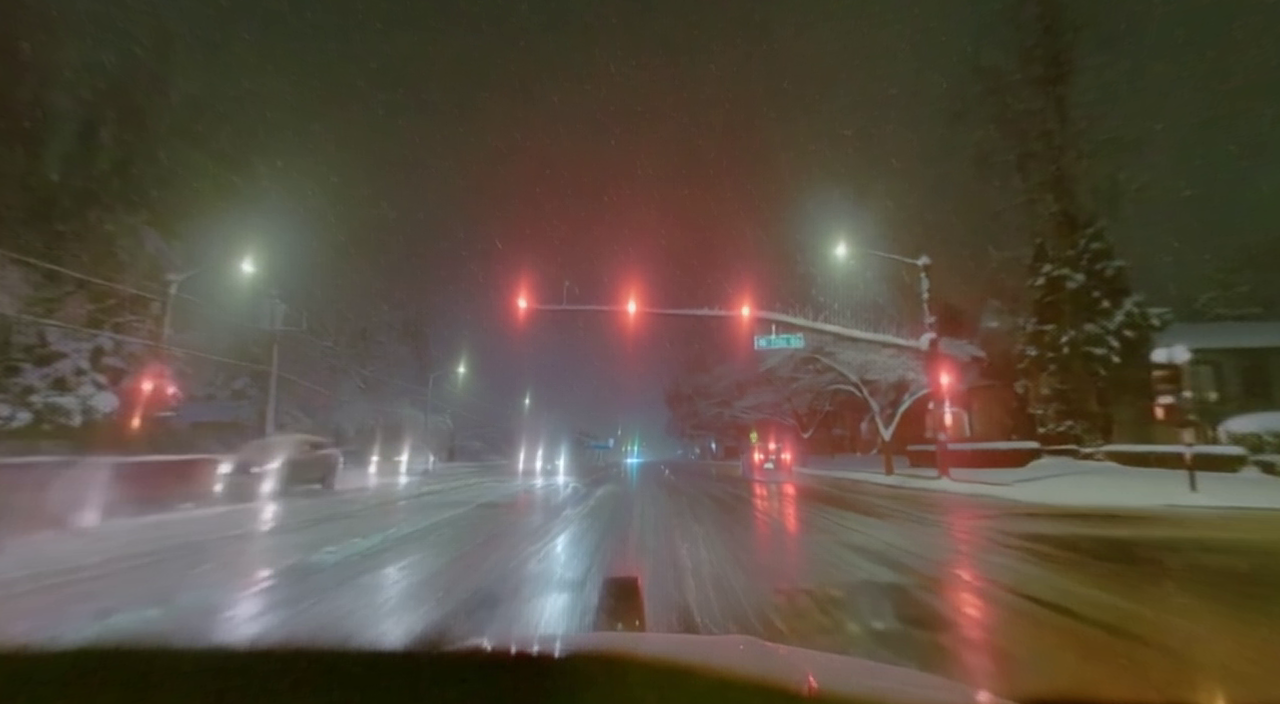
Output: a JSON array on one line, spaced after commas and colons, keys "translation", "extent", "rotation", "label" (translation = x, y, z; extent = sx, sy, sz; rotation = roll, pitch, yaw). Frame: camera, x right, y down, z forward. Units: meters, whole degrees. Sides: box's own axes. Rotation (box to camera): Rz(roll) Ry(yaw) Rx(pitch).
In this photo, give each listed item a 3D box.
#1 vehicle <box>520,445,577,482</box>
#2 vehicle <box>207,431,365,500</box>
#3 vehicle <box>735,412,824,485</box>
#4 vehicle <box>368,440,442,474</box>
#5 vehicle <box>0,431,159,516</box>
[{"translation": [-4.179, 5.158, 29.459], "extent": [2.003, 1.539, 4.396], "rotation": [-1, -9, 1], "label": "vehicle"}, {"translation": [-10.754, 3.482, 19.656], "extent": [2.072, 1.841, 4.737], "rotation": [1, -9, 1], "label": "vehicle"}, {"translation": [6.787, 4.862, 31.876], "extent": [2.802, 3.208, 7.459], "rotation": [1, -9, 0], "label": "vehicle"}, {"translation": [-14.751, 6.623, 39.982], "extent": [2.292, 1.955, 5.882], "rotation": [1, -9, 1], "label": "vehicle"}, {"translation": [-14.183, 2.781, 14.862], "extent": [2.046, 1.715, 4.487], "rotation": [1, -9, 0], "label": "vehicle"}]
